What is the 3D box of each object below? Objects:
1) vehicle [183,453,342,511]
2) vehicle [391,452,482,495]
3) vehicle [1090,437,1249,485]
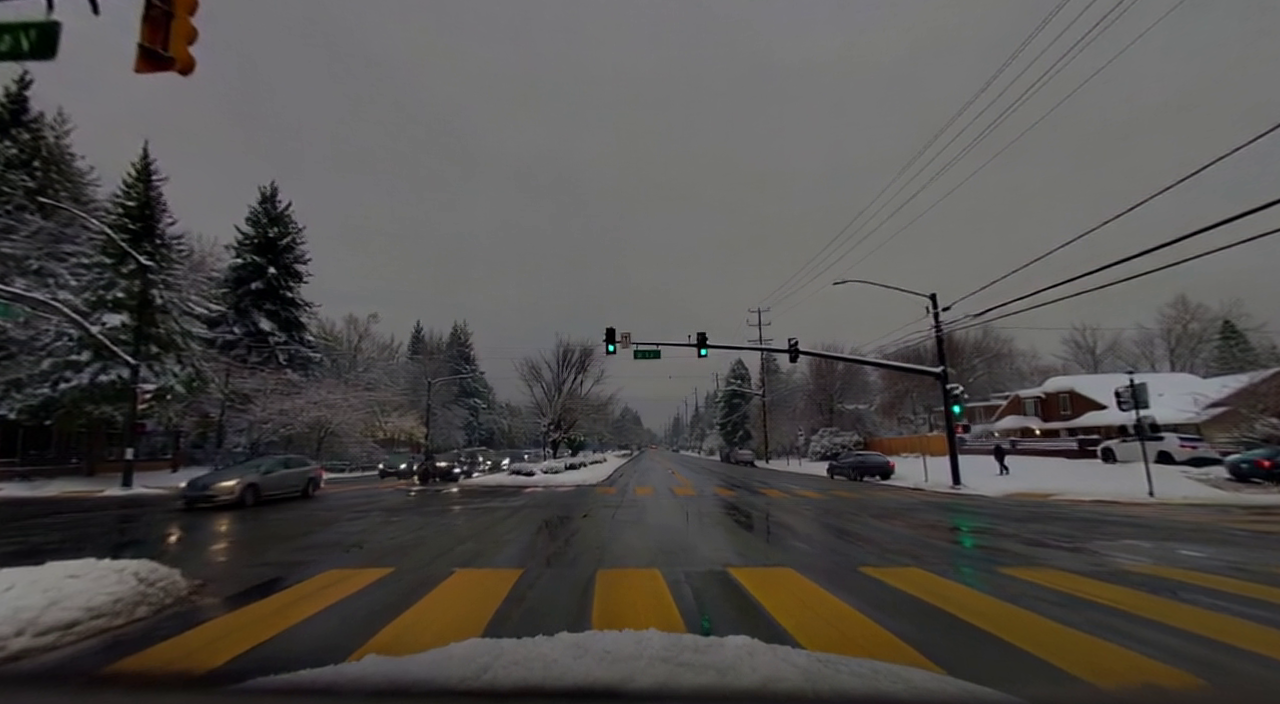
[{"bbox_3d":[-10.942,3.764,18.707,2.007,1.451,4.242,0,-8,1],"label":"vehicle"},{"bbox_3d":[-7.689,4.627,24.331,1.958,1.415,4.312,0,-8,2],"label":"vehicle"},{"bbox_3d":[25.392,5.211,30.567,2.177,2.086,5.514,2,-9,-14],"label":"vehicle"}]
